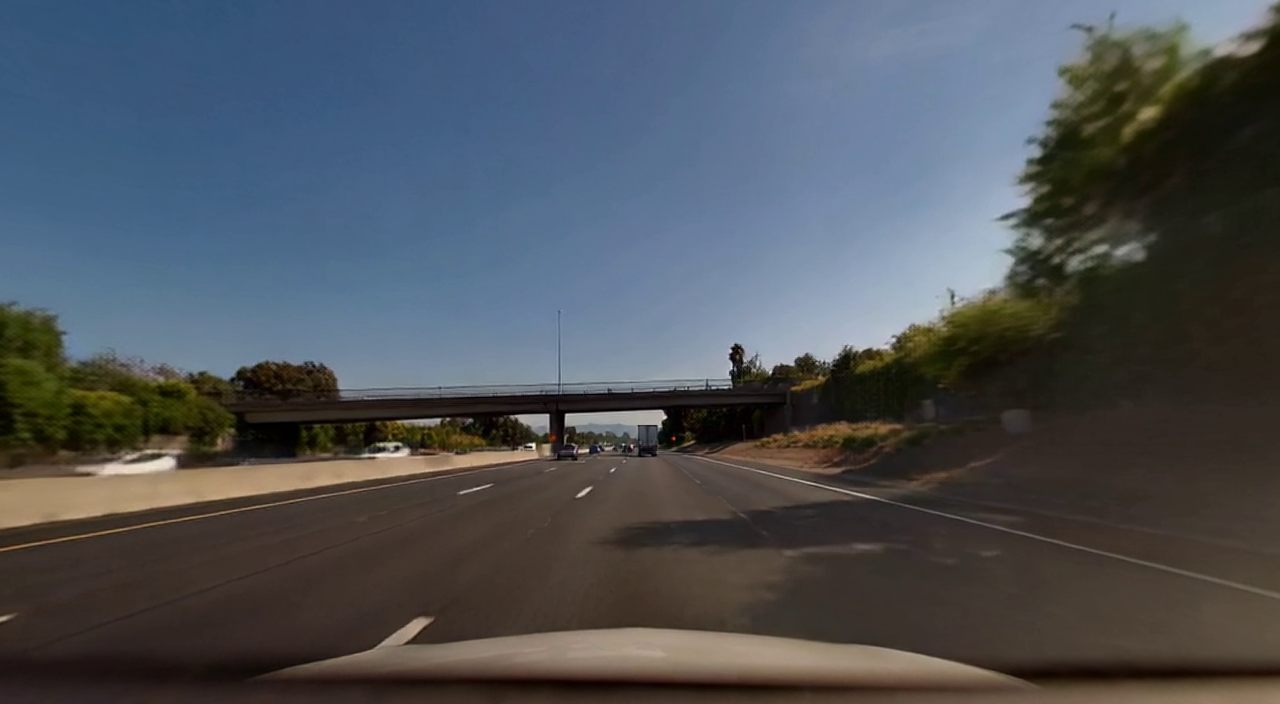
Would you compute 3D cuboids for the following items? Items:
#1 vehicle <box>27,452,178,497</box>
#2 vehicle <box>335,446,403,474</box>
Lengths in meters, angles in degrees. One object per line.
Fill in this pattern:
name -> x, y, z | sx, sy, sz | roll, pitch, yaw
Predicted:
vehicle -> -24.976, 5.676, 29.691 | 2.098, 1.822, 5.501 | -1, -8, 3
vehicle -> -16.157, 6.439, 37.880 | 2.009, 1.568, 4.433 | 0, -8, 1
